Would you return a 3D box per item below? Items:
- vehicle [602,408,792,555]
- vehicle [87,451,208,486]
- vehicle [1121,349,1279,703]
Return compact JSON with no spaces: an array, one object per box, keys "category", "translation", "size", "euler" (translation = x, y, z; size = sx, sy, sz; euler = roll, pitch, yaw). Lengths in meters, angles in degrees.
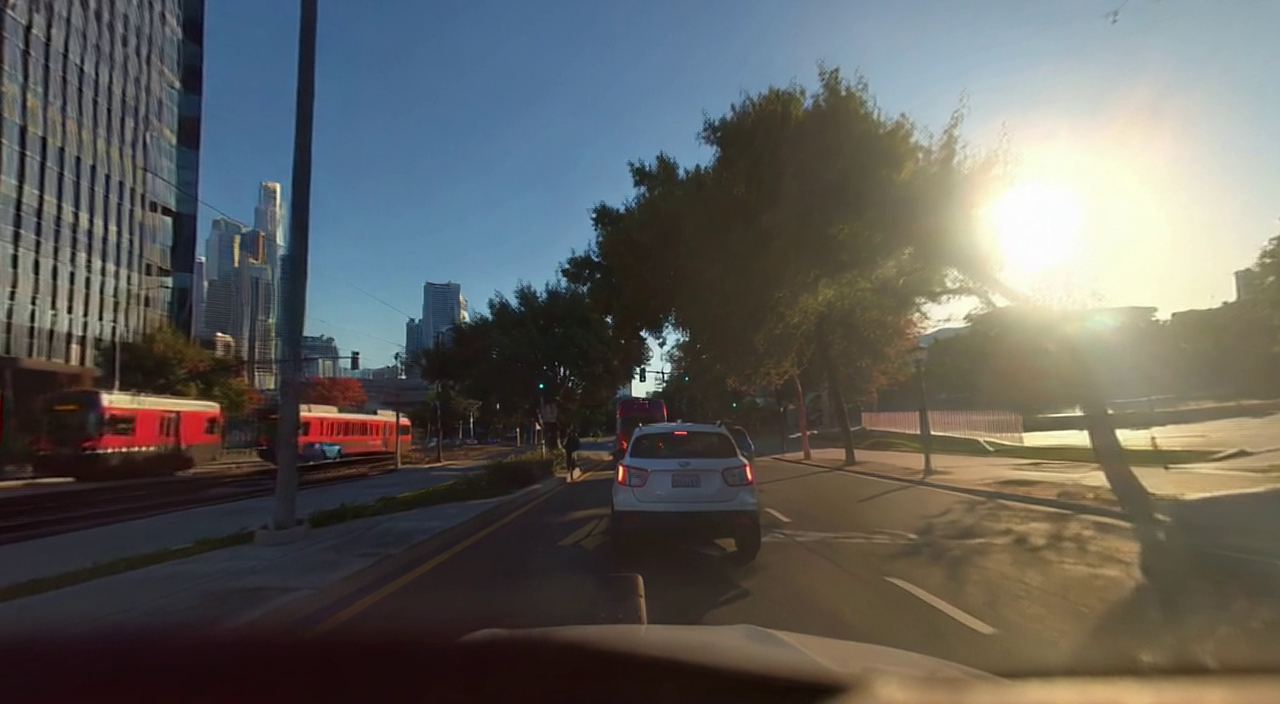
[{"category":"vehicle","translation":[0.594,1.808,9.397],"size":[2.190,1.684,4.084],"euler":[0,-9,-2]},{"category":"vehicle","translation":[-23.082,5.433,29.784],"size":[1.900,1.465,4.781],"euler":[0,-9,-1]},{"category":"vehicle","translation":[3.826,0.614,1.134],"size":[2.212,1.709,4.715],"euler":[0,-9,1]}]
